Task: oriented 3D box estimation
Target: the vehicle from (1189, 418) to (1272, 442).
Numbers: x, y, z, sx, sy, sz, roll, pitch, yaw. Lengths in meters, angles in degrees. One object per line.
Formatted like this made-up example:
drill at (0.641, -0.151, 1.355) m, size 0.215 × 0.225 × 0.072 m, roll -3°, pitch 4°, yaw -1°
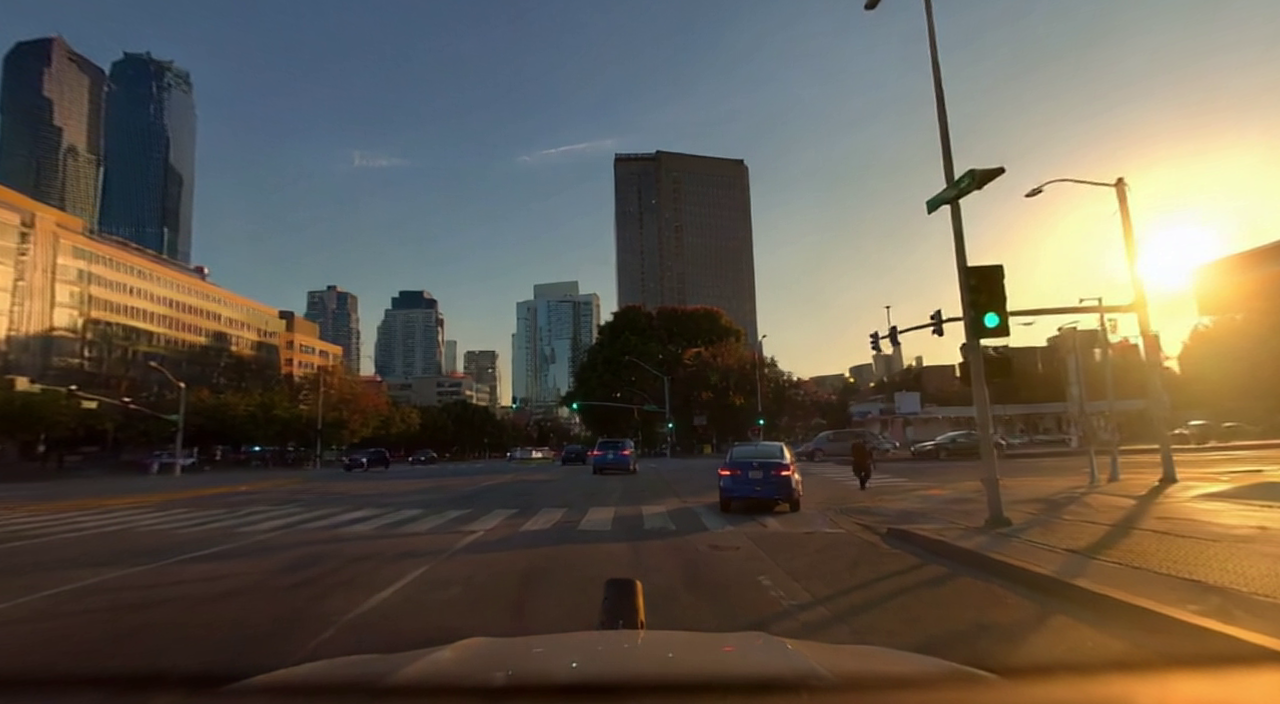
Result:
vehicle at (40.701, 5.421, 43.592) m, size 3.923 × 1.619 × 1.817 m, roll 0°, pitch -8°, yaw -2°

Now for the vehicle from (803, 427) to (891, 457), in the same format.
vehicle at (12.167, 5.323, 37.276) m, size 4.524 × 1.681 × 1.823 m, roll 0°, pitch -8°, yaw -3°

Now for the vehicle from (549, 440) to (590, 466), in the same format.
vehicle at (-4.220, 6.155, 38.587) m, size 2.003 × 1.492 × 4.291 m, roll 0°, pitch -8°, yaw 0°

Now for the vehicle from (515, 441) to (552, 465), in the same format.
vehicle at (-7.833, 7.455, 46.787) m, size 2.018 × 1.692 × 4.226 m, roll 0°, pitch -8°, yaw 0°

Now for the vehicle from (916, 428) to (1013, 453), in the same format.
vehicle at (19.049, 5.213, 37.250) m, size 4.700 × 1.417 × 1.789 m, roll 0°, pitch -8°, yaw -1°

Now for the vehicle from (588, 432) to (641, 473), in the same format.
vehicle at (-1.098, 4.539, 28.734) m, size 2.210 × 1.722 × 4.215 m, roll 0°, pitch -8°, yaw -1°

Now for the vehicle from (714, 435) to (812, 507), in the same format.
vehicle at (3.146, 2.814, 15.482) m, size 1.976 × 1.462 × 4.342 m, roll -2°, pitch -9°, yaw 15°
